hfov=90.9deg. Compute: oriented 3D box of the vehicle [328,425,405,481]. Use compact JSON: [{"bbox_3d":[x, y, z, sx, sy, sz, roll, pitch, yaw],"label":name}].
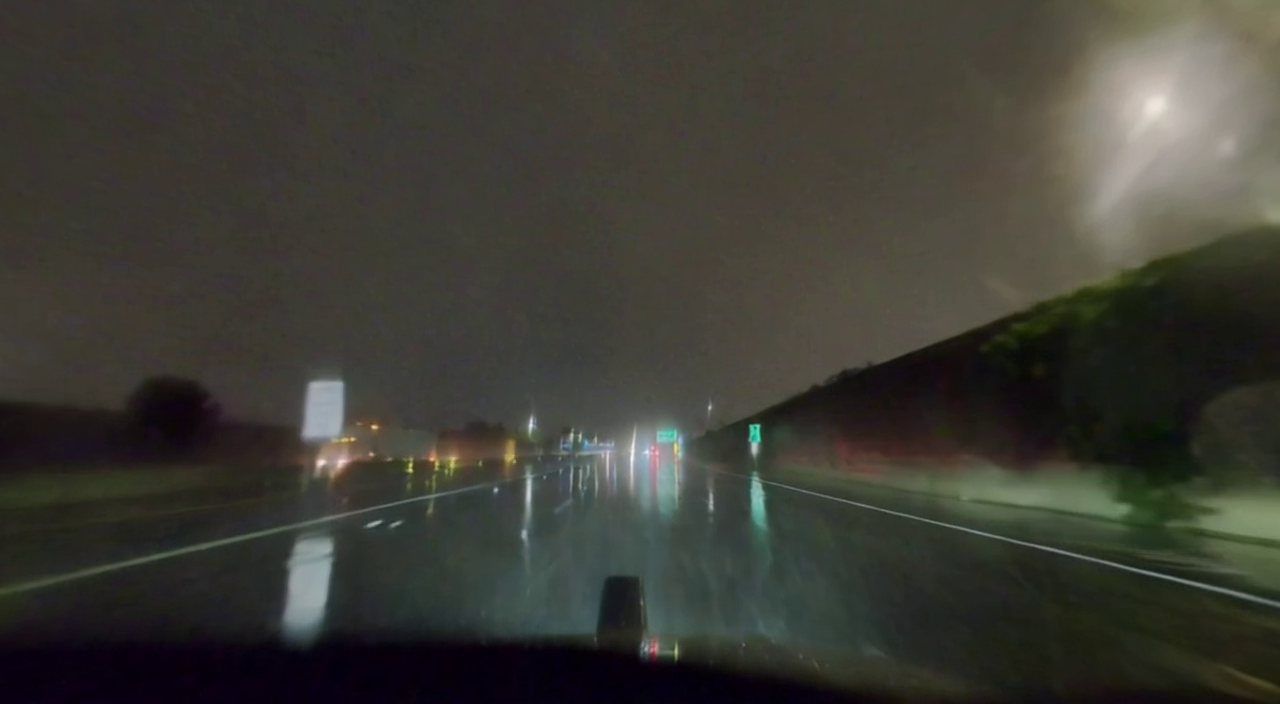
[{"bbox_3d":[-19.428,7.209,45.170,2.894,3.573,5.913,-3,-9,0],"label":"vehicle"}]
